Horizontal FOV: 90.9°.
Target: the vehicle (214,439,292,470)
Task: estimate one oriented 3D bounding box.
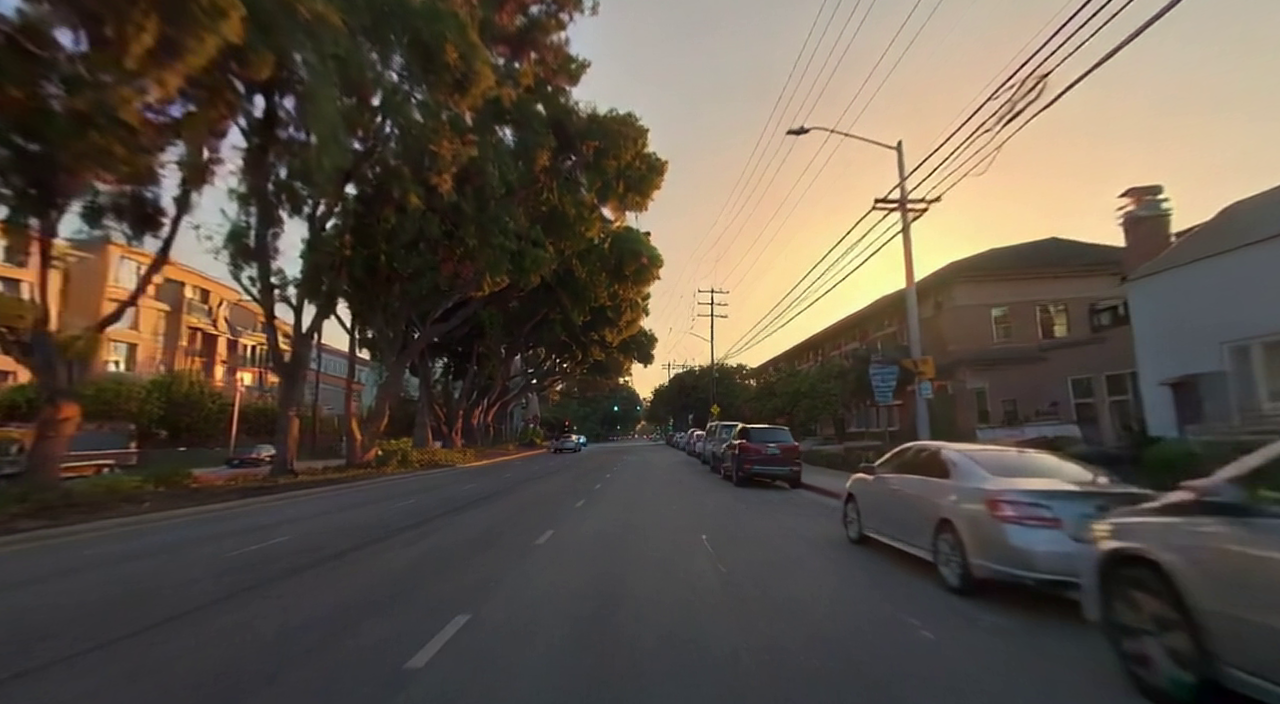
[{"bbox_3d":[-25.456,6.737,41.701,2.052,1.862,4.816,0,-8,1],"label":"vehicle"}]

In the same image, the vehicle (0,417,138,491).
[{"bbox_3d":[-25.749,4.452,27.825,2.223,2.895,5.824,0,-8,1],"label":"vehicle"}]

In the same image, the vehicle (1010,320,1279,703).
[{"bbox_3d":[3.482,0.688,1.679,2.188,1.810,4.883,-1,-8,3],"label":"vehicle"}]

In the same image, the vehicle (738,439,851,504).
[{"bbox_3d":[3.462,2.717,14.670,1.869,1.325,2.994,0,-8,1],"label":"vehicle"}]

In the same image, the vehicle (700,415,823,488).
[{"bbox_3d":[3.479,3.038,19.505,2.546,1.897,5.717,0,-8,-1],"label":"vehicle"}]
